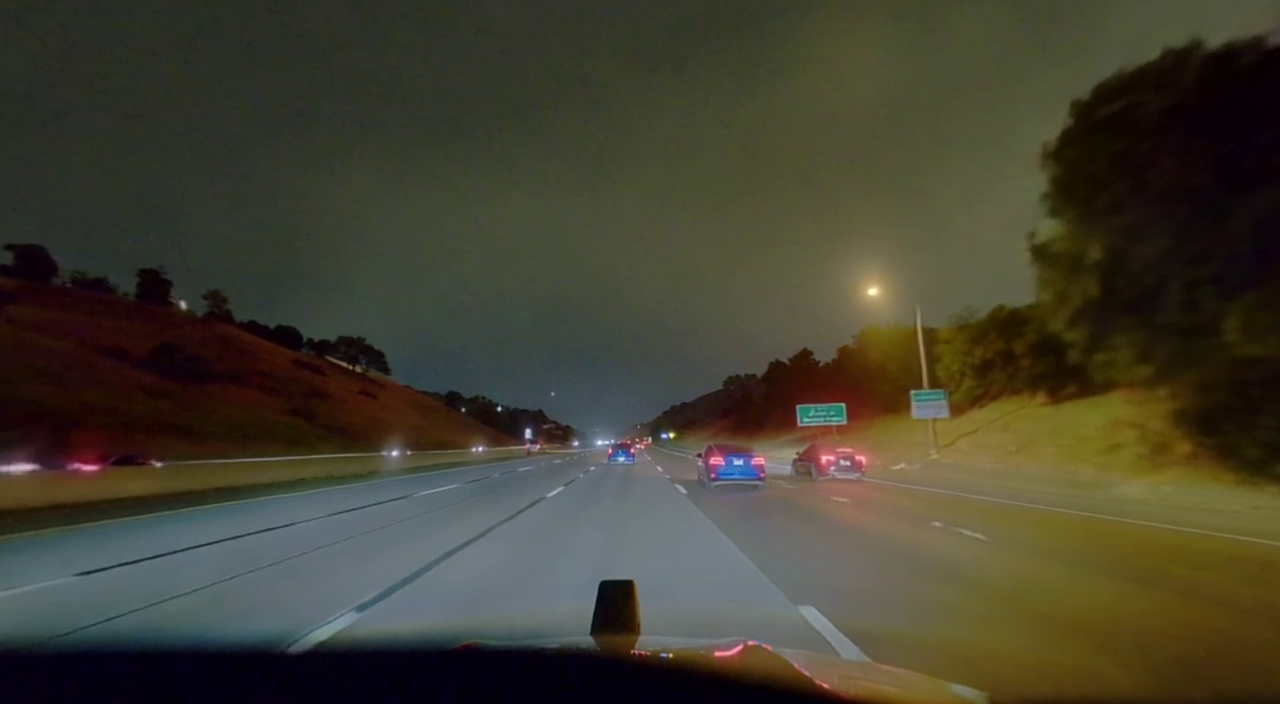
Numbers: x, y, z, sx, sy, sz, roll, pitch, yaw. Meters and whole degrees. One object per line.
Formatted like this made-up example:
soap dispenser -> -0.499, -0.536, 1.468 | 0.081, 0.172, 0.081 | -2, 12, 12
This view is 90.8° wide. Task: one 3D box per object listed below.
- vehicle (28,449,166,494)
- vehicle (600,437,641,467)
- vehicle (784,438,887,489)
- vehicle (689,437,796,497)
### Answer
vehicle -> -25.966, 5.693, 30.525 | 2.390, 1.856, 4.803 | 1, -8, 0
vehicle -> -1.113, 5.934, 37.546 | 2.277, 1.675, 4.023 | 0, -8, -1
vehicle -> 6.195, 3.569, 20.585 | 1.845, 1.452, 4.352 | 0, -8, -2
vehicle -> 2.781, 3.237, 18.338 | 2.120, 1.492, 4.734 | 0, -8, -2
